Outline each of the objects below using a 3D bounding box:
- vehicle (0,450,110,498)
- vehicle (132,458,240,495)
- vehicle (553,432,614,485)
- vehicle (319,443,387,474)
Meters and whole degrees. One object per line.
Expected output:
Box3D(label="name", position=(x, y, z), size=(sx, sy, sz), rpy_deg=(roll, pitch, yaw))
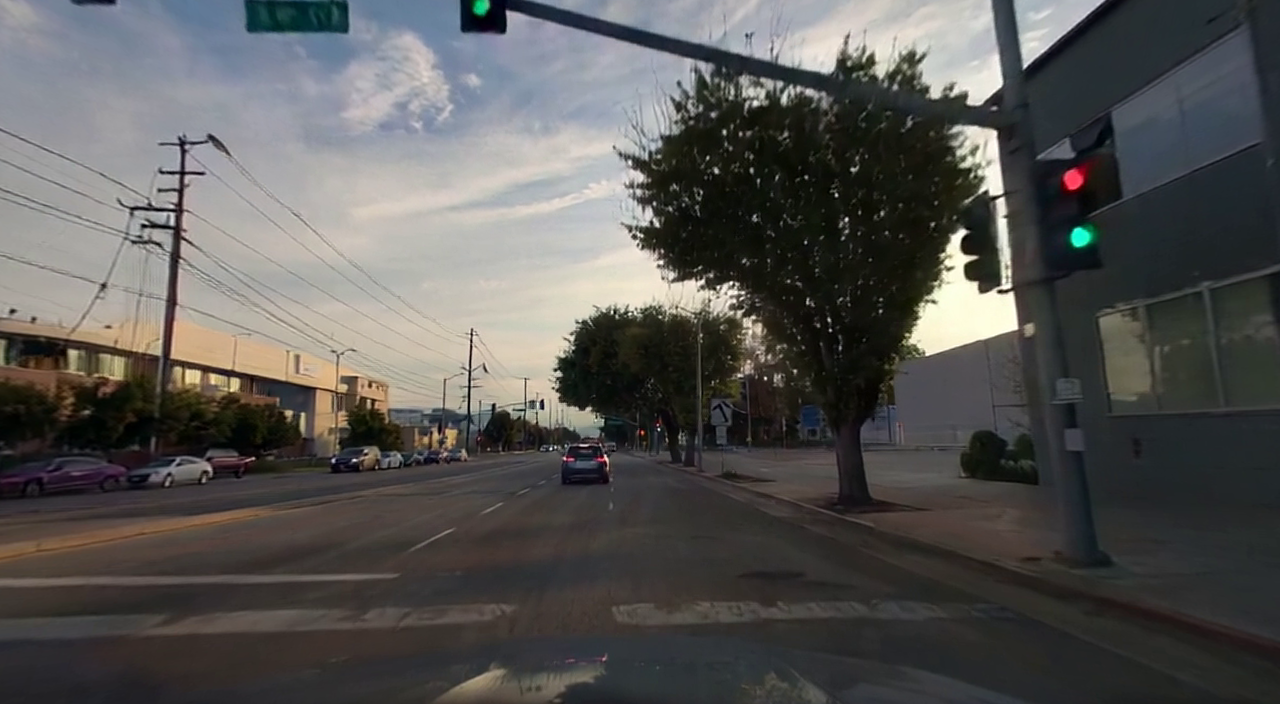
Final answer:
Box3D(label="vehicle", position=(-25.871, 5.269, 27.168), size=(4.508, 1.776, 1.932), rpy_deg=(-3, -7, 3))
Box3D(label="vehicle", position=(-20.391, 5.594, 28.615), size=(1.786, 1.439, 4.312), rpy_deg=(0, -8, -2))
Box3D(label="vehicle", position=(-2.017, 3.912, 23.514), size=(2.022, 1.757, 4.041), rpy_deg=(0, -8, -3))
Box3D(label="vehicle", position=(-21.365, 7.944, 47.456), size=(2.369, 2.159, 6.388), rpy_deg=(0, -8, -3))
